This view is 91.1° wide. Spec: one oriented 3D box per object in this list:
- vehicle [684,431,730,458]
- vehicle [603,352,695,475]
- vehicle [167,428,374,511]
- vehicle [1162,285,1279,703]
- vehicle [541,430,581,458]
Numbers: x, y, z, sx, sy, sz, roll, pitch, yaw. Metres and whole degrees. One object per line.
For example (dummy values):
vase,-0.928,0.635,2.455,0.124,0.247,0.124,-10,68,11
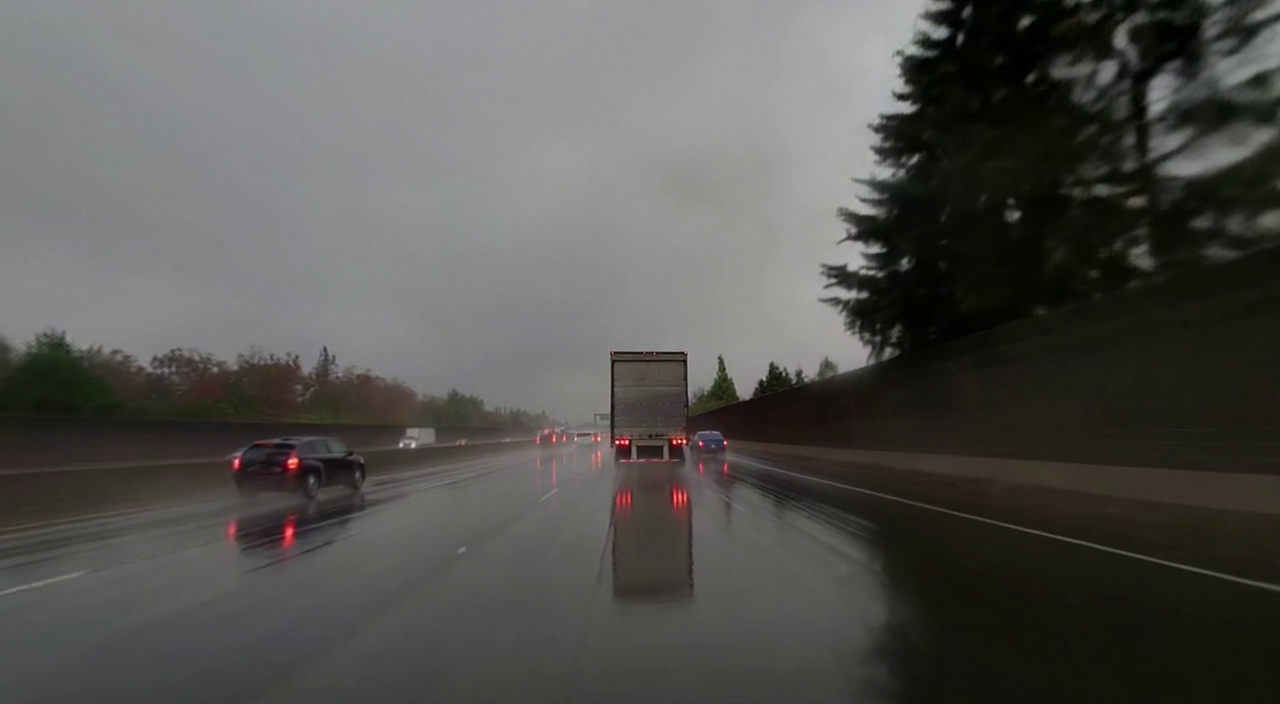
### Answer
vehicle,3.920,5.507,37.682,2.044,1.508,4.716,0,-8,-2
vehicle,0.061,2.645,25.313,2.904,3.915,10.473,0,-8,-2
vehicle,-7.651,2.434,13.585,2.059,1.500,4.001,0,-8,-1
vehicle,3.668,0.385,0.568,2.118,1.832,4.901,0,-8,-1
vehicle,-5.001,5.877,40.370,2.134,1.650,4.133,0,-8,-1
